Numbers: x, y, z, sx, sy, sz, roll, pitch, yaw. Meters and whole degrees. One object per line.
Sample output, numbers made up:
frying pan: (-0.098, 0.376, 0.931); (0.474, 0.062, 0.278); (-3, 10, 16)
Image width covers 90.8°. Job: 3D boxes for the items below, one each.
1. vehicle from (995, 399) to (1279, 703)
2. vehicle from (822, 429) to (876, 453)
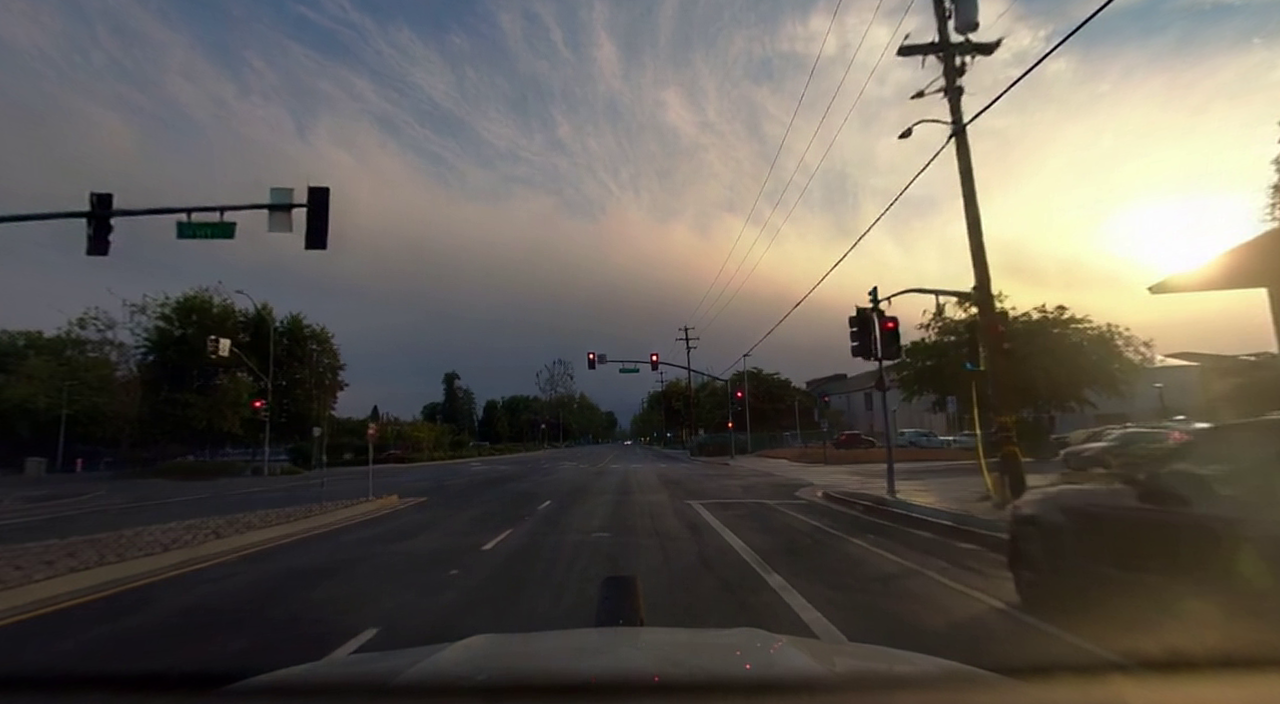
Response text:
vehicle: (3.994, 0.979, 3.005); (1.961, 1.497, 4.415); (0, -9, -1)
vehicle: (14.934, 6.413, 45.463); (1.959, 1.471, 4.570); (-4, -8, -4)
